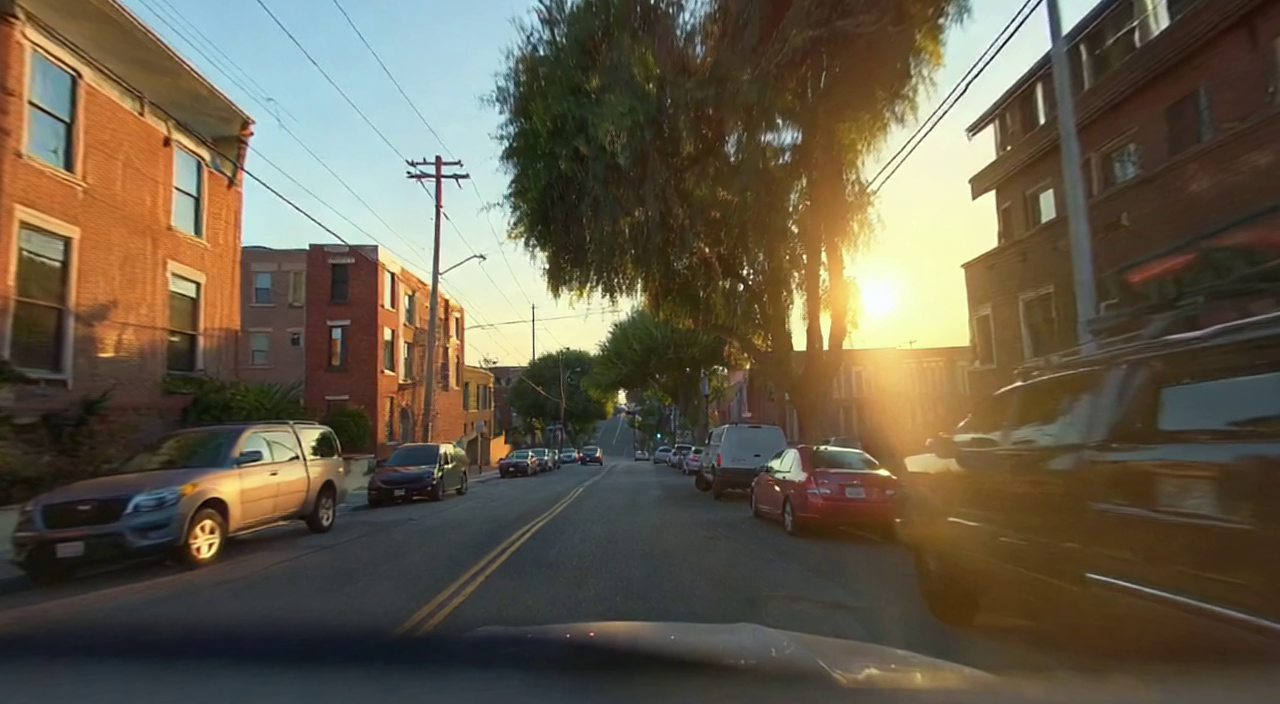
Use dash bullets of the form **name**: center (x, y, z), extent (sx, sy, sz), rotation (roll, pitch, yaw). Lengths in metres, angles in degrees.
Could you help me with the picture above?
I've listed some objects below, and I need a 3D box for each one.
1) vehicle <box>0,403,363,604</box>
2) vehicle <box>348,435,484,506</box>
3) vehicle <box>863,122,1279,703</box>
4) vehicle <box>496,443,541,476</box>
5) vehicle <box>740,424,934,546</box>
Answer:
- **vehicle**: center (-6.726, 2.067, 9.849), extent (2.235, 2.119, 6.061), rotation (0, -8, -2)
- **vehicle**: center (-6.810, 3.657, 20.074), extent (2.259, 1.899, 5.643), rotation (0, -8, 0)
- **vehicle**: center (3.467, 0.534, 3.075), extent (2.458, 2.439, 5.621), rotation (0, -9, -3)
- **vehicle**: center (-7.037, 6.279, 37.161), extent (1.930, 1.756, 4.955), rotation (0, -8, -3)
- **vehicle**: center (3.066, 2.148, 10.842), extent (1.896, 1.675, 4.000), rotation (0, -9, -2)
